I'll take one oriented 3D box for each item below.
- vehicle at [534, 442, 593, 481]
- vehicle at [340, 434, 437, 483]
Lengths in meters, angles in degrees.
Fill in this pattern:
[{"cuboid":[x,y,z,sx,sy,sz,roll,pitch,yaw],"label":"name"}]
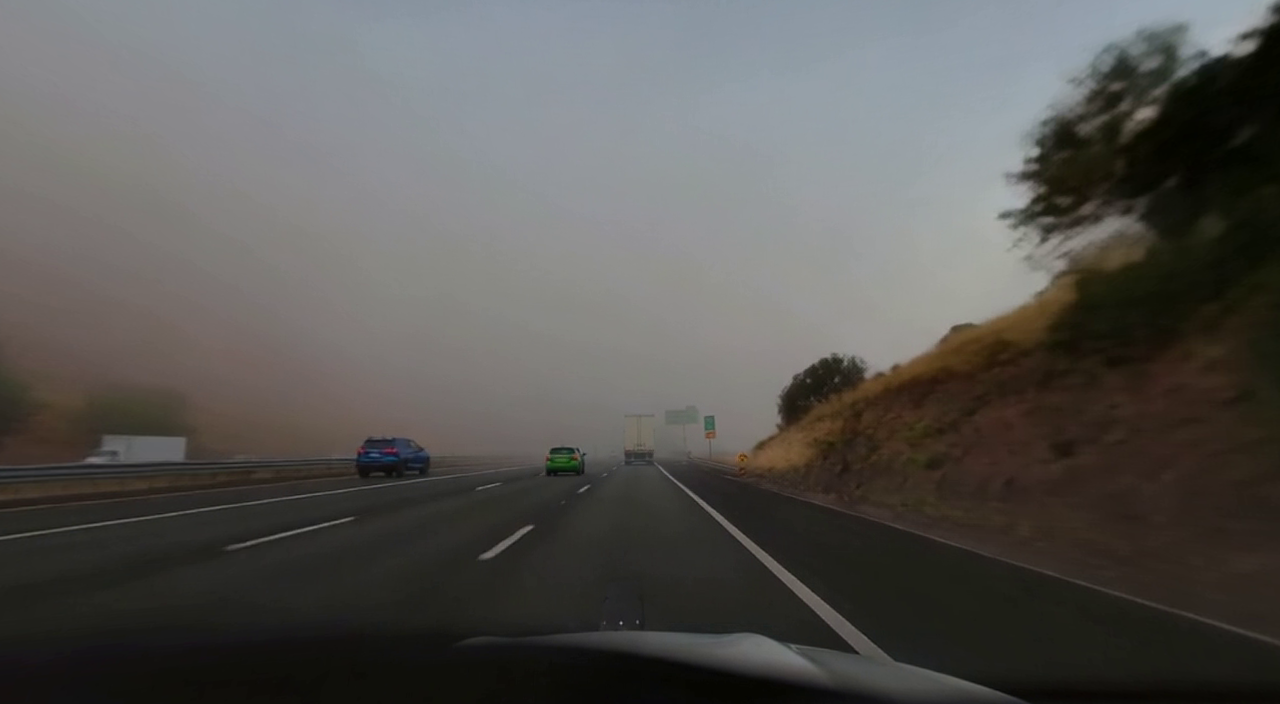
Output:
[{"cuboid":[-3.637,5.280,30.707,2.194,1.725,4.698,0,-9,1],"label":"vehicle"},{"cuboid":[-10.818,4.618,27.581,2.111,1.906,5.028,0,-9,1],"label":"vehicle"}]
